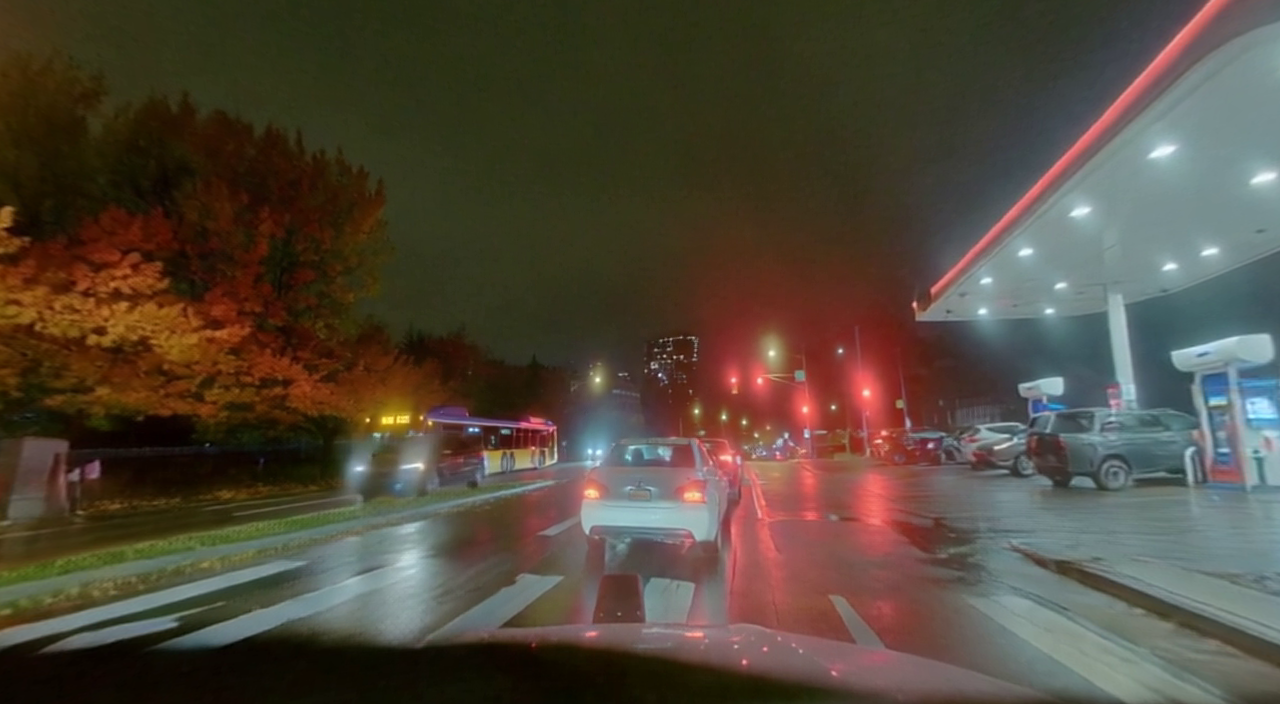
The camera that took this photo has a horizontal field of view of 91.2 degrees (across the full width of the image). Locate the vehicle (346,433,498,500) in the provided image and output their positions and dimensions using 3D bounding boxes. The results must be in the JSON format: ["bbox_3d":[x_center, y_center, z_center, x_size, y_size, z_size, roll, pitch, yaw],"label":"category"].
[{"bbox_3d":[-6.413,3.441,19.283,2.147,1.741,5.239,-1,-9,9],"label":"vehicle"}]

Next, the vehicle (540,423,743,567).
[{"bbox_3d":[0.307,1.854,8.908,2.092,1.507,4.078,-2,-9,11],"label":"vehicle"}]

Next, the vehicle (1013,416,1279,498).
[{"bbox_3d":[11.186,2.246,13.444,4.894,1.451,2.089,-4,-10,10],"label":"vehicle"}]
